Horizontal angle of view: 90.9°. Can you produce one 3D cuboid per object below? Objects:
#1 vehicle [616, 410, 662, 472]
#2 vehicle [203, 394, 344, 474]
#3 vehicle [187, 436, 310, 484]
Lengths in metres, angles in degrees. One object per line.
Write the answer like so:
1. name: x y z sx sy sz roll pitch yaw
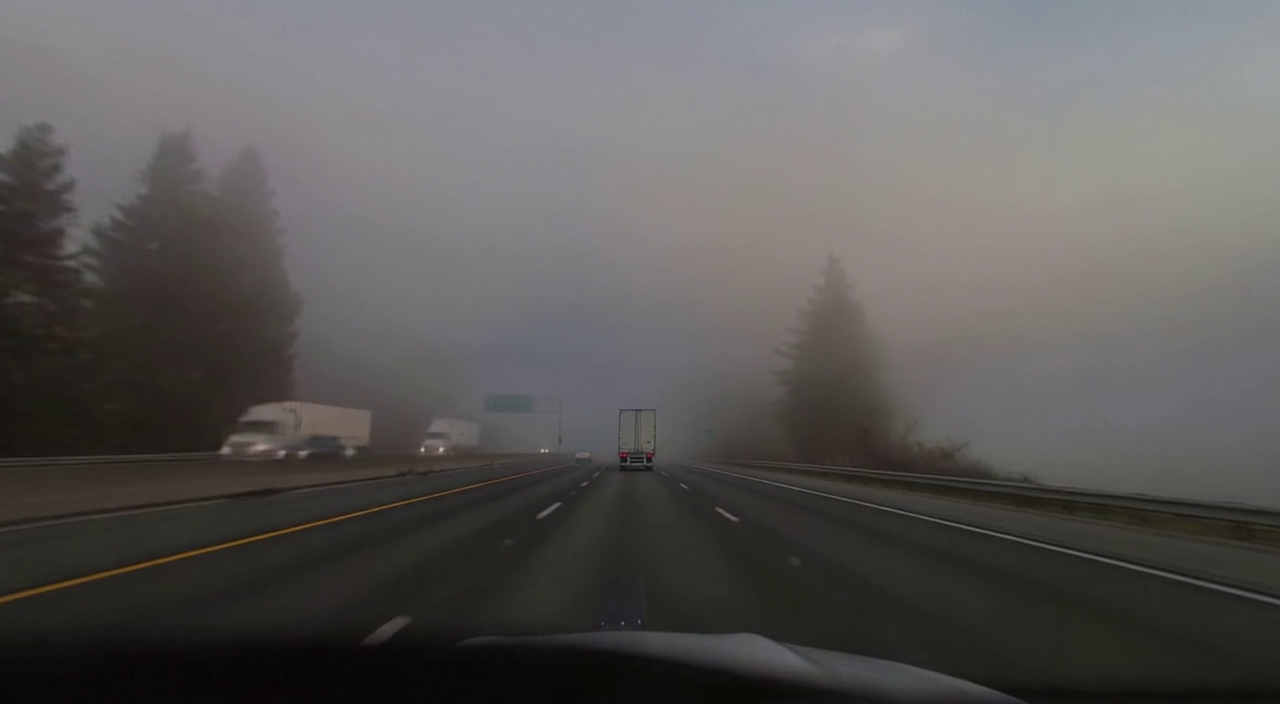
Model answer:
1. vehicle: -0.204 6.538 45.995 2.962 3.953 10.696 0 -9 -2
2. vehicle: -17.615 4.085 30.896 3.242 3.506 5.962 0 -9 -1
3. vehicle: -13.309 3.685 21.690 1.995 1.490 3.421 0 -9 0
